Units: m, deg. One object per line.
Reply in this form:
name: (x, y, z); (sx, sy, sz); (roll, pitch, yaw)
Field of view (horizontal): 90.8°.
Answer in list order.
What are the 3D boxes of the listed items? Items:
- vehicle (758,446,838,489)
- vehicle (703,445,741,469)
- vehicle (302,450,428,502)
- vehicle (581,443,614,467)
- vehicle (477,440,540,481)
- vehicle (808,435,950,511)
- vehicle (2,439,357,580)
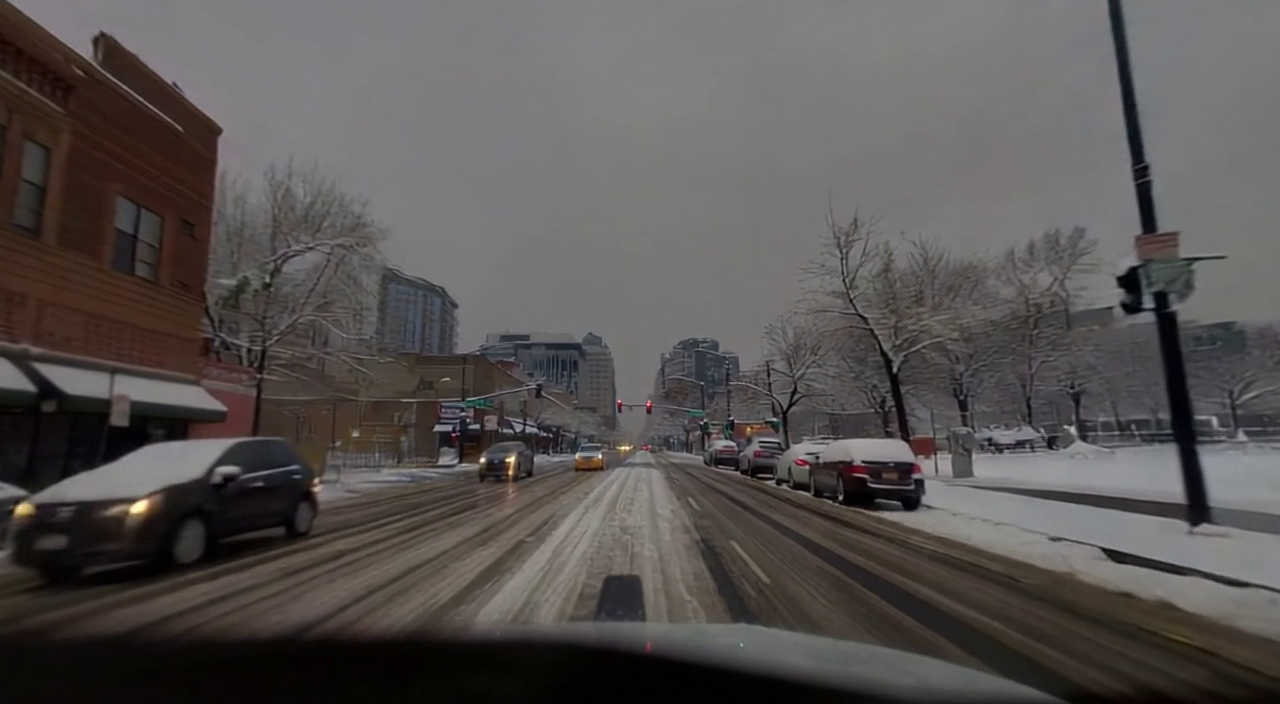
vehicle: (5.877, 4.327, 24.108); (1.834, 1.454, 4.410); (0, -9, -1)
vehicle: (5.754, 7.408, 44.776); (2.011, 1.603, 4.395); (0, -9, -1)
vehicle: (-9.001, 4.072, 21.231); (2.191, 1.472, 4.684); (0, -9, -1)
vehicle: (-3.230, 7.938, 48.852); (2.168, 1.784, 4.681); (0, -9, 1)
vehicle: (-6.115, 5.097, 29.922); (2.020, 1.754, 4.442); (0, -9, 0)
vehicle: (6.070, 3.099, 16.720); (2.047, 1.720, 4.353); (0, -9, 0)
vehicle: (-6.089, 2.074, 9.222); (1.898, 1.532, 4.337); (0, -9, 0)
